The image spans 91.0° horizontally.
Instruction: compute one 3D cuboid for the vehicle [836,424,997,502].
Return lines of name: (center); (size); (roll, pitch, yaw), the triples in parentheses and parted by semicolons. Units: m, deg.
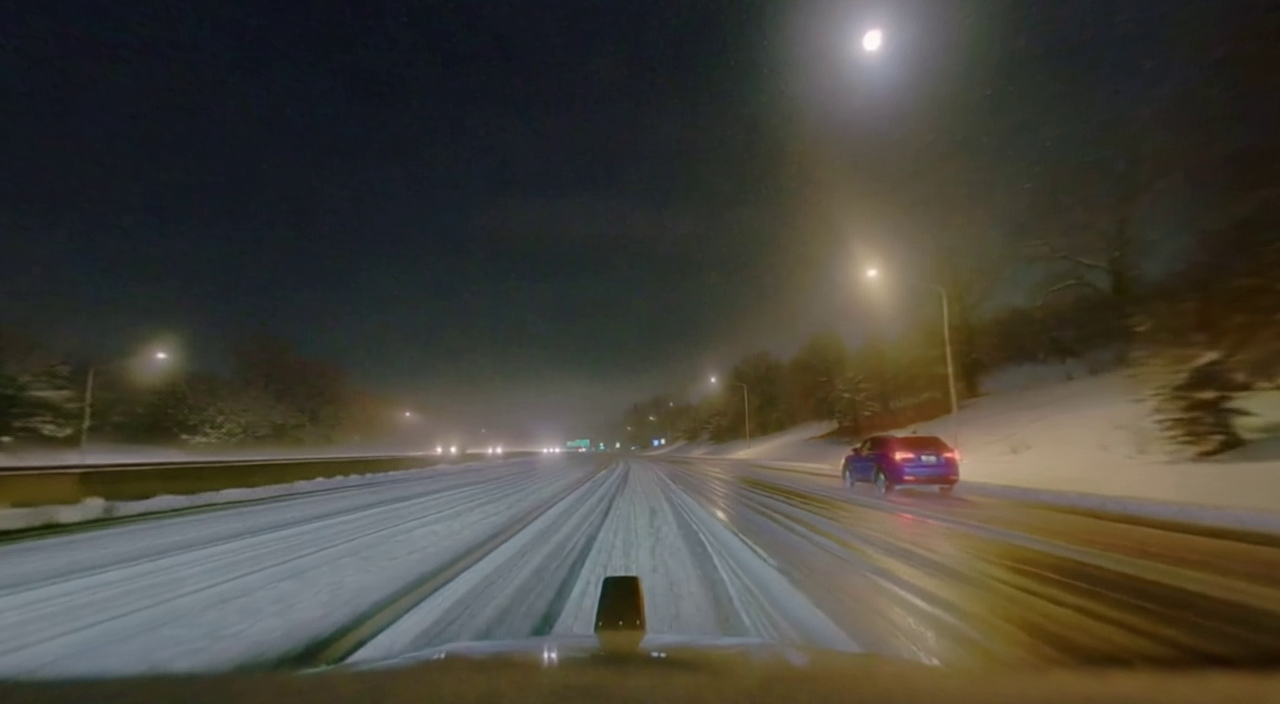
vehicle: (6.846, 2.801, 16.256); (2.091, 1.711, 4.383); (0, -9, -1)
